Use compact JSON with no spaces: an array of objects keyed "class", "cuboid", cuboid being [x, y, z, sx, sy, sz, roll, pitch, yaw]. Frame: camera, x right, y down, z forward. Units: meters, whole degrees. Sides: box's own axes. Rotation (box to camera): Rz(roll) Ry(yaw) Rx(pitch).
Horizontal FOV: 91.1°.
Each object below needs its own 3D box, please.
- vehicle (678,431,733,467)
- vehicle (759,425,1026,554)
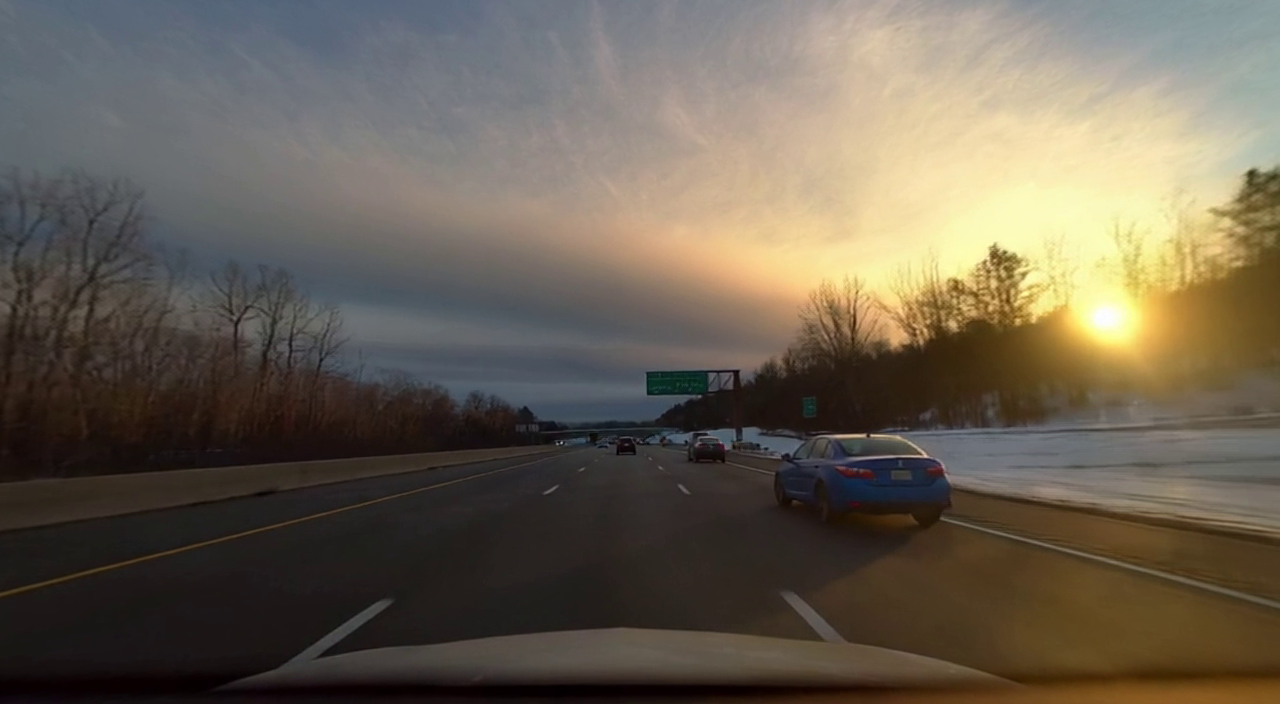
[{"class":"vehicle","cuboid":[3.176,4.786,31.319,2.098,1.677,4.275,0,-8,-2]},{"class":"vehicle","cuboid":[3.401,1.922,9.710,2.056,1.479,4.660,0,-8,-2]}]
